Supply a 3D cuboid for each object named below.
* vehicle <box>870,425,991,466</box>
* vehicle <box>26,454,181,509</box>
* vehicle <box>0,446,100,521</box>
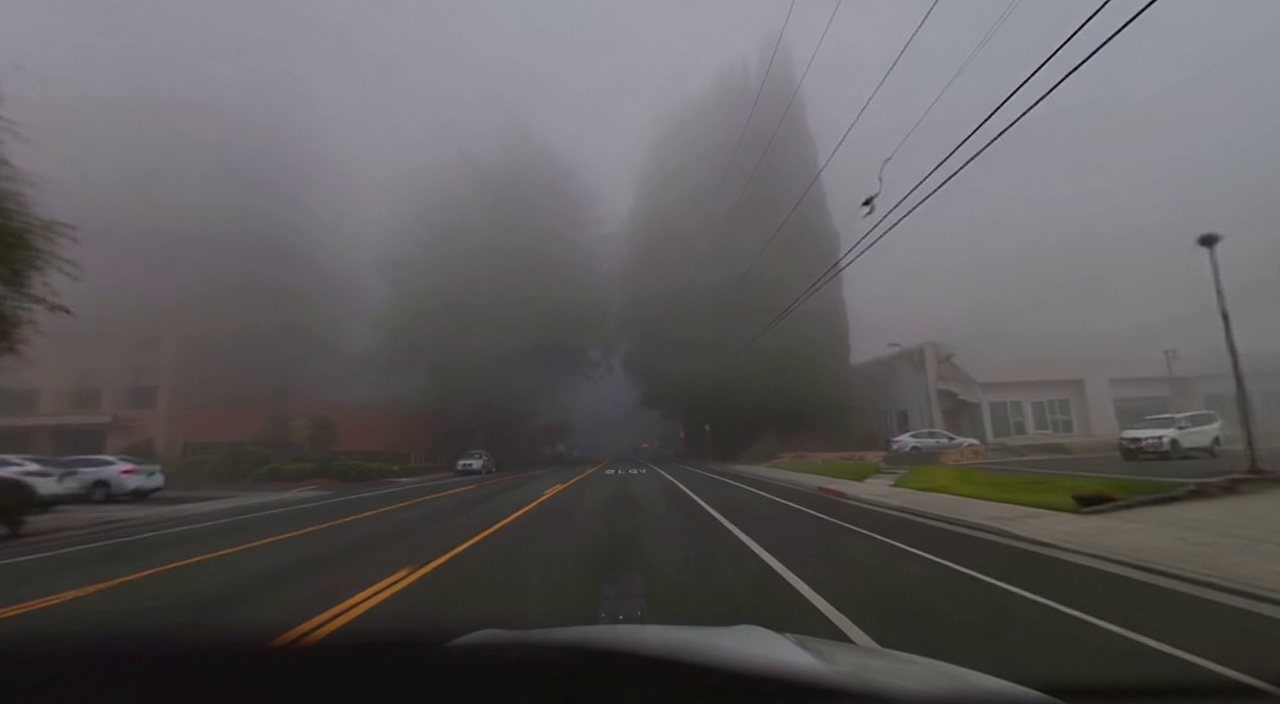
[{"bbox_3d":[12.634,4.076,27.520,4.554,1.668,1.974,-5,-10,28],"label":"vehicle"},{"bbox_3d":[-16.536,3.905,19.456,4.546,1.497,1.908,-5,-10,27],"label":"vehicle"},{"bbox_3d":[-16.585,3.374,16.665,4.311,1.746,1.984,-5,-10,29],"label":"vehicle"}]
